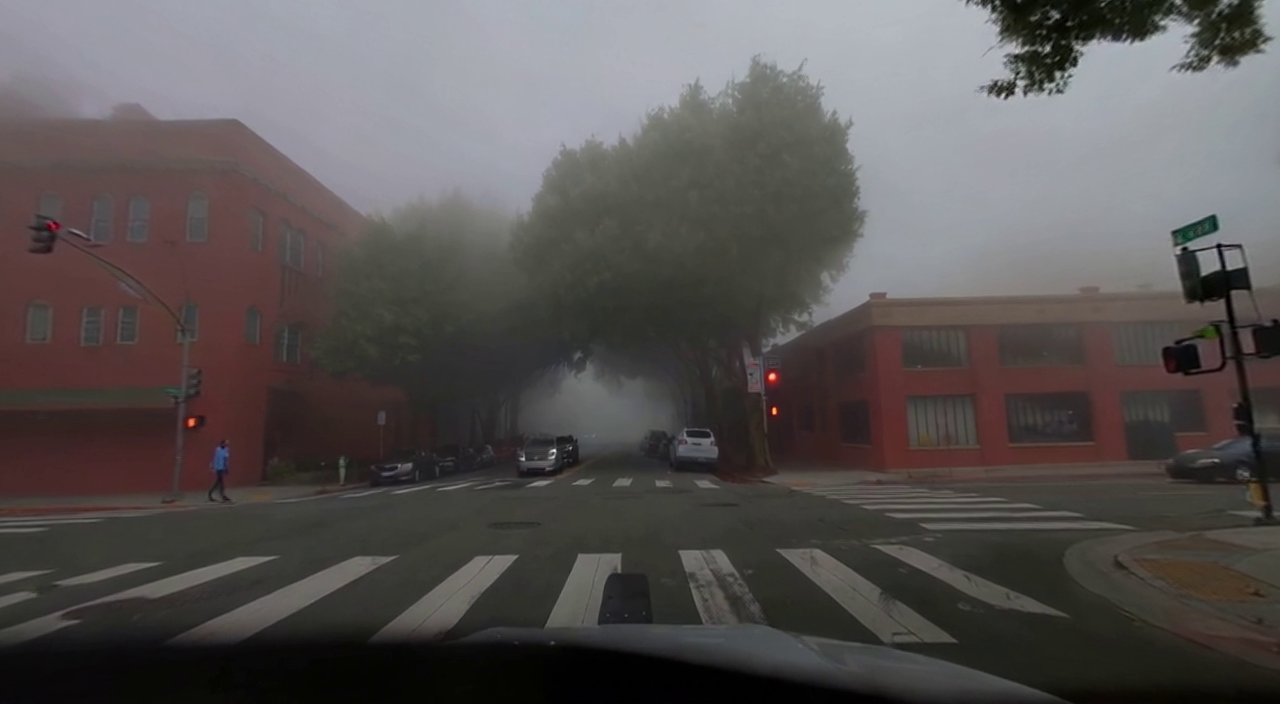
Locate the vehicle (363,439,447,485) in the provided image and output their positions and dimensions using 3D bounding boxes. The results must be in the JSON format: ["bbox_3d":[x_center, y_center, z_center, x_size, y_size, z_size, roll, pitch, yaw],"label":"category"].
[{"bbox_3d":[-9.914,4.648,27.018,2.216,1.804,4.526,1,-8,-5],"label":"vehicle"}]

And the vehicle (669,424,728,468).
[{"bbox_3d":[3.069,5.135,34.389,2.557,2.188,5.164,0,-8,-2],"label":"vehicle"}]

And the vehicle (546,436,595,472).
[{"bbox_3d":[-3.261,4.853,30.283,2.033,1.596,4.142,0,-8,-2],"label":"vehicle"}]

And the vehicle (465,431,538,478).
[{"bbox_3d":[-5.985,4.494,27.910,2.242,1.887,4.924,0,-8,-2],"label":"vehicle"}]
